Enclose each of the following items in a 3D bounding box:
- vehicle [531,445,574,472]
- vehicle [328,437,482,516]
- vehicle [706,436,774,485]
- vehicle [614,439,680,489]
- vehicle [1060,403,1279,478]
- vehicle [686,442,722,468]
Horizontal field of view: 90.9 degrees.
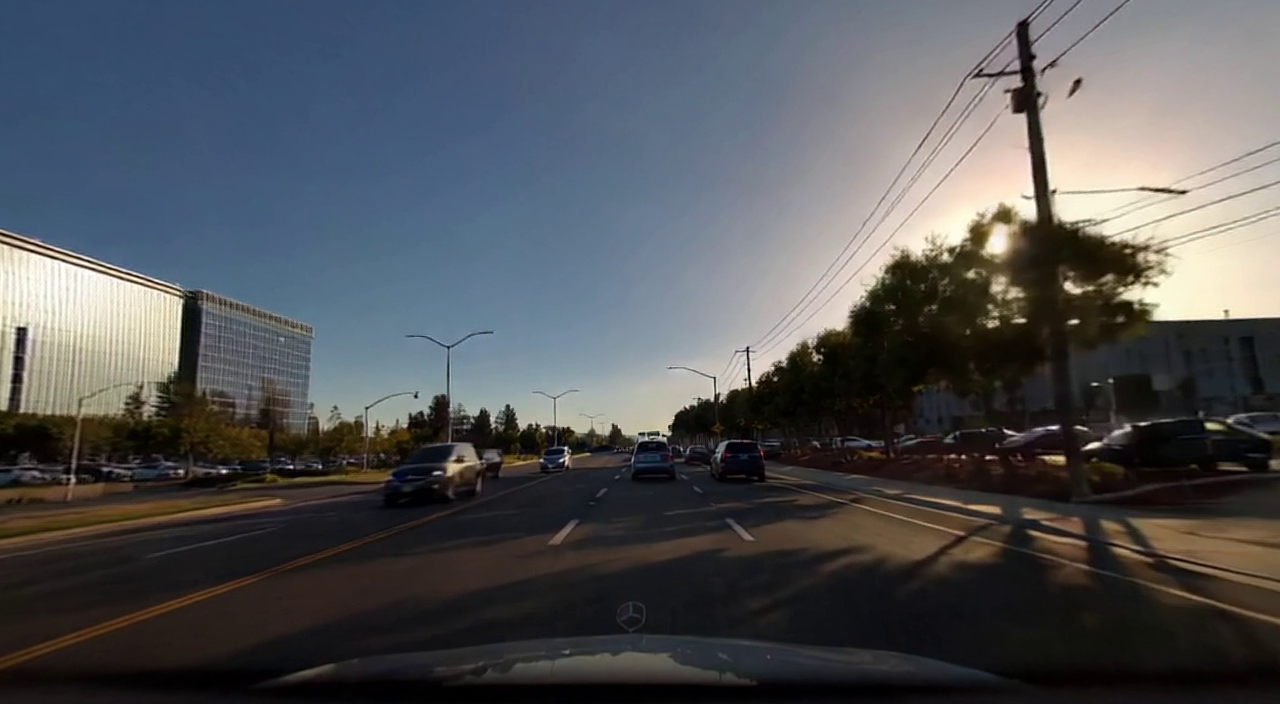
[{"bbox_3d":[-5.889,7.211,42.810,2.187,1.711,4.505,0,-9,1],"label":"vehicle"},{"bbox_3d":[-6.068,3.271,17.112,2.193,1.802,4.946,0,-9,1],"label":"vehicle"},{"bbox_3d":[3.702,4.088,23.973,1.914,1.698,4.049,0,-9,0],"label":"vehicle"},{"bbox_3d":[0.264,4.079,23.325,2.200,1.653,4.127,0,-9,1],"label":"vehicle"},{"bbox_3d":[15.477,2.511,17.806,5.731,1.720,2.822,-9,-11,31],"label":"vehicle"},{"bbox_3d":[4.414,7.182,44.147,2.024,1.711,4.512,0,-9,0],"label":"vehicle"}]
